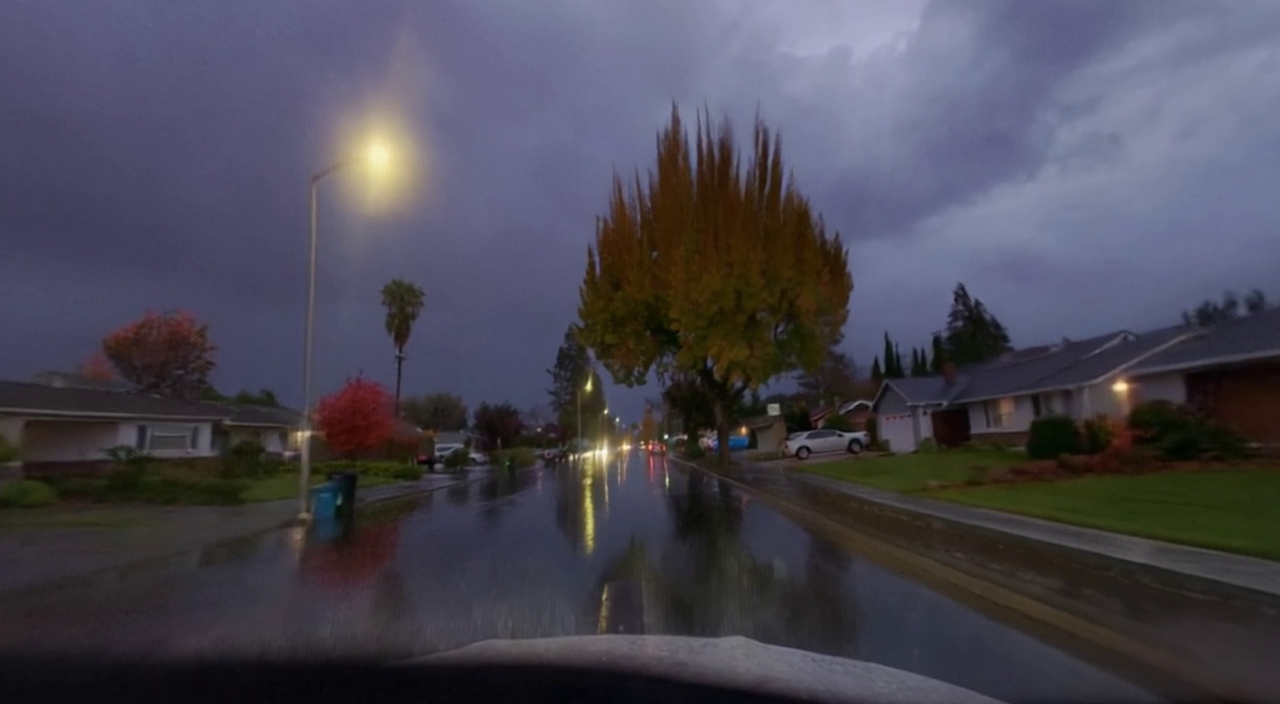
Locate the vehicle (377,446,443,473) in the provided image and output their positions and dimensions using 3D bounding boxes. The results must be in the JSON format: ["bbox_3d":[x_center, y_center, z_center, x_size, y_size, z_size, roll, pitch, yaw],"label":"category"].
[{"bbox_3d":[-14.184,6.633,39.245,1.982,1.596,3.988,-2,-9,12],"label":"vehicle"}]

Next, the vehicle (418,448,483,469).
[{"bbox_3d":[-14.524,8.178,48.593,4.285,1.483,1.954,0,-9,0],"label":"vehicle"}]

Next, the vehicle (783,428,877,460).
[{"bbox_3d":[10.438,5.125,35.027,4.582,1.680,2.223,-1,-9,4],"label":"vehicle"}]
